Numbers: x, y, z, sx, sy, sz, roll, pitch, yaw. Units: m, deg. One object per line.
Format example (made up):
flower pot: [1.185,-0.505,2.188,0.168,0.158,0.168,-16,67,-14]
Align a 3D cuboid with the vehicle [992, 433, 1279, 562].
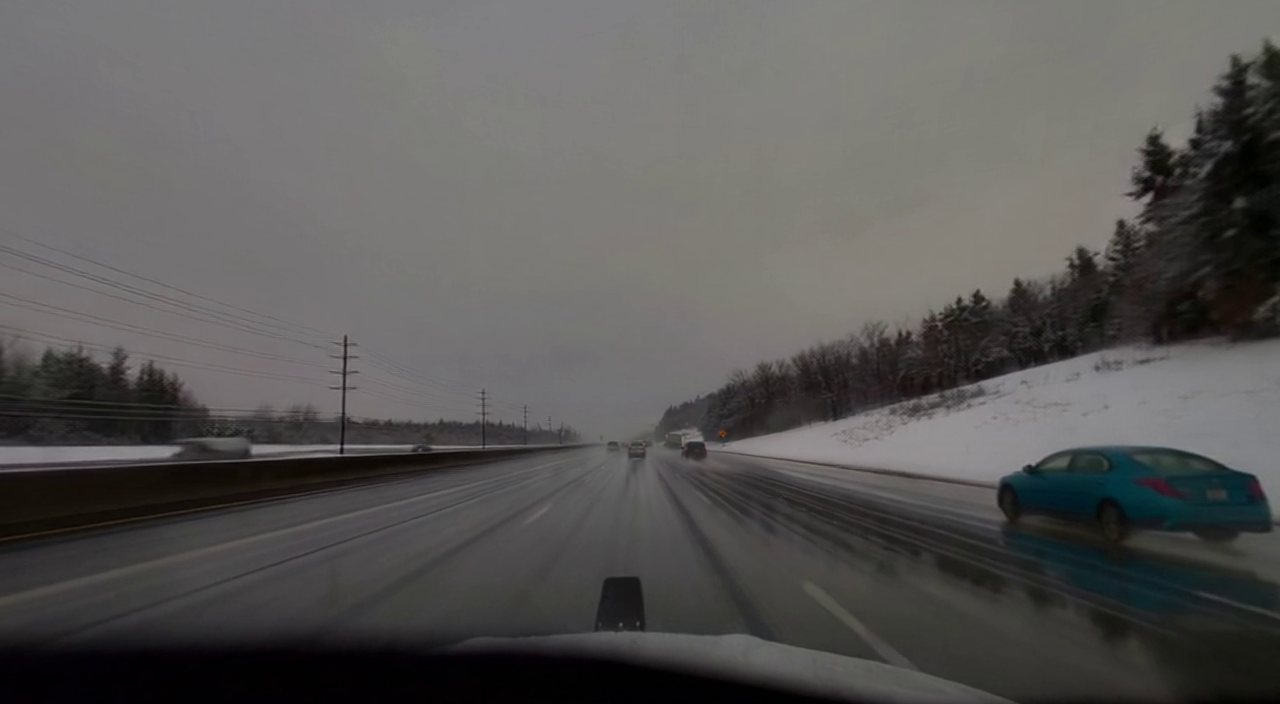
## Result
vehicle: [8.057,2.144,10.172,1.970,1.545,4.818,1,-8,0]

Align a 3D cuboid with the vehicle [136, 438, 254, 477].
vehicle: [-23.583,5.595,33.764,2.080,1.823,5.737,0,-8,1]

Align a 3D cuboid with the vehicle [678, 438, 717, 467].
vehicle: [3.811,6.758,42.563,2.159,1.782,4.673,1,-8,0]
